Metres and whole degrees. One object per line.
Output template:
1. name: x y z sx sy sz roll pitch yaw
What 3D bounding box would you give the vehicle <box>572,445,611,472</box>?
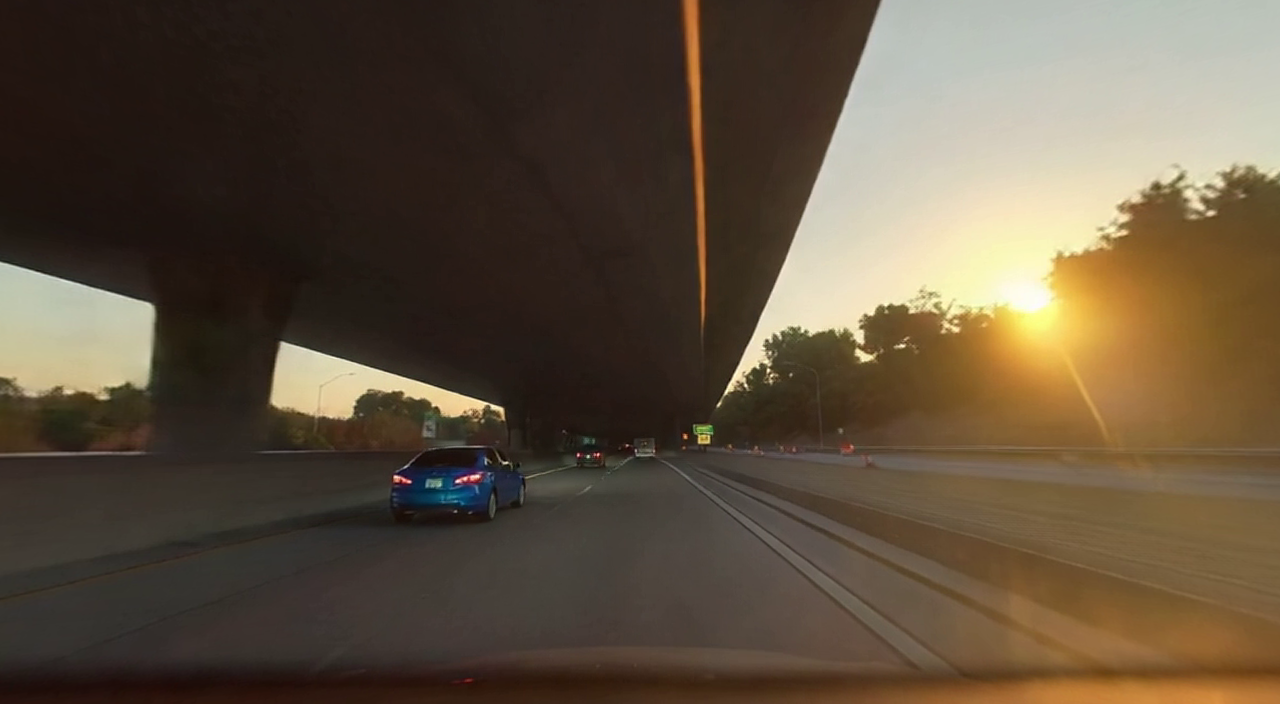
1. vehicle: -2.808 6.243 37.100 1.965 1.459 4.145 0 -9 0

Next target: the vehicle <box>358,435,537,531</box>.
1. vehicle: -3.448 2.443 12.383 2.012 1.510 4.672 0 -9 0
